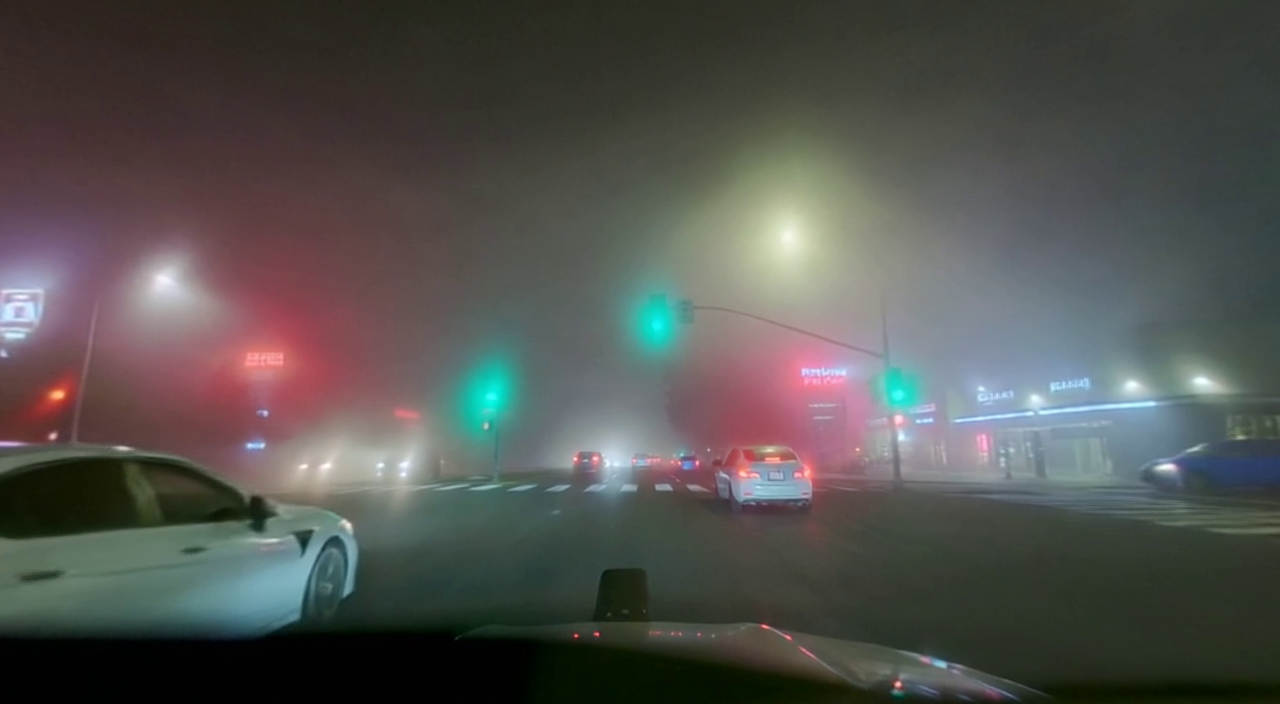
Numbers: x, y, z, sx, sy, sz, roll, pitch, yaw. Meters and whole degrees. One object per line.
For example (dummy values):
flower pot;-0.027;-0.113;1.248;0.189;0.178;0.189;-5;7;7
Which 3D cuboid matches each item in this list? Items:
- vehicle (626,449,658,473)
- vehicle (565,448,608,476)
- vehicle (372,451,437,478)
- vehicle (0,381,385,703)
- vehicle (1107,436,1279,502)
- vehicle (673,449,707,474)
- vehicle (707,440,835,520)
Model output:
vehicle;0.093;7.286;42.267;2.070;1.460;4.118;0;-8;-1
vehicle;-3.106;6.428;37.113;2.040;1.471;4.211;-1;-8;2
vehicle;-14.361;6.855;38.742;2.119;1.477;4.548;-1;-8;1
vehicle;-3.006;0.968;2.257;2.032;1.639;5.037;0;-8;1
vehicle;16.092;3.156;17.324;4.637;1.654;2.277;0;-8;-1
vehicle;3.411;7.562;43.749;1.931;1.552;4.125;0;-8;-1
vehicle;2.769;2.790;14.354;1.946;1.513;4.133;0;-8;-1
